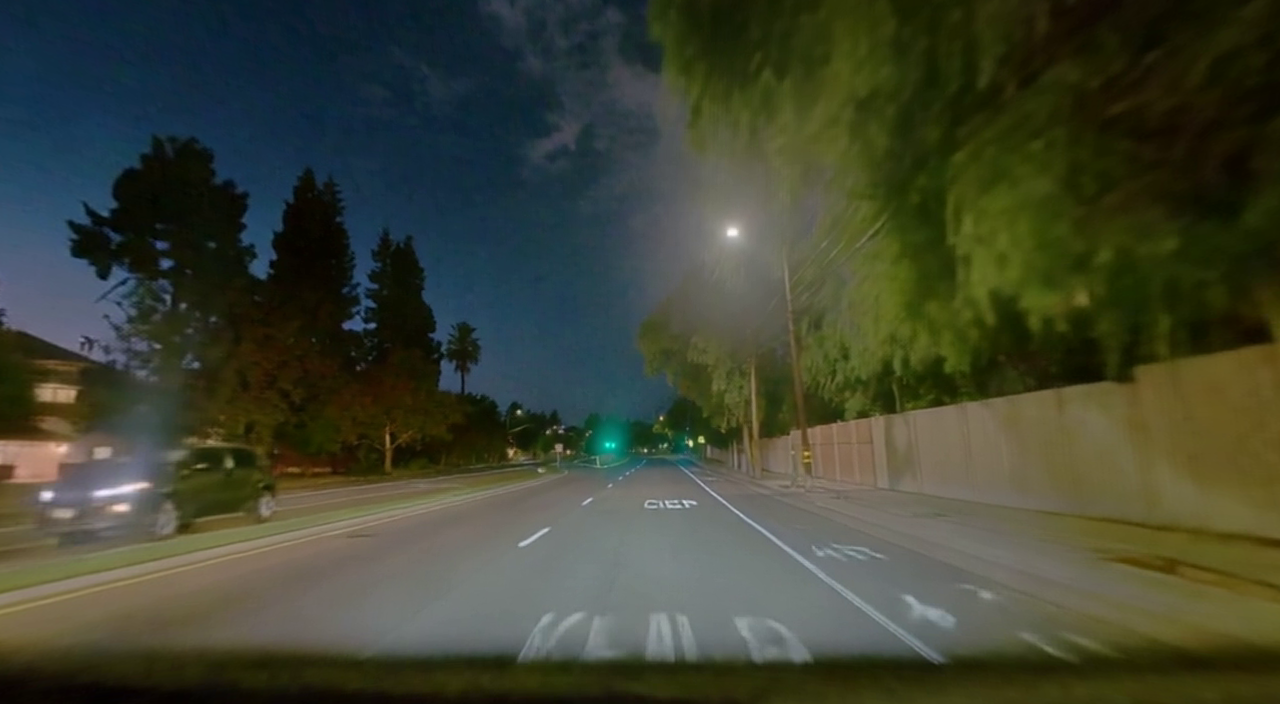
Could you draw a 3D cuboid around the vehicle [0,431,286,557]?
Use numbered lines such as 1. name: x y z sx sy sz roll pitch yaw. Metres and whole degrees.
1. vehicle: -8.833 2.375 11.334 2.084 1.741 4.737 -1 -9 2
